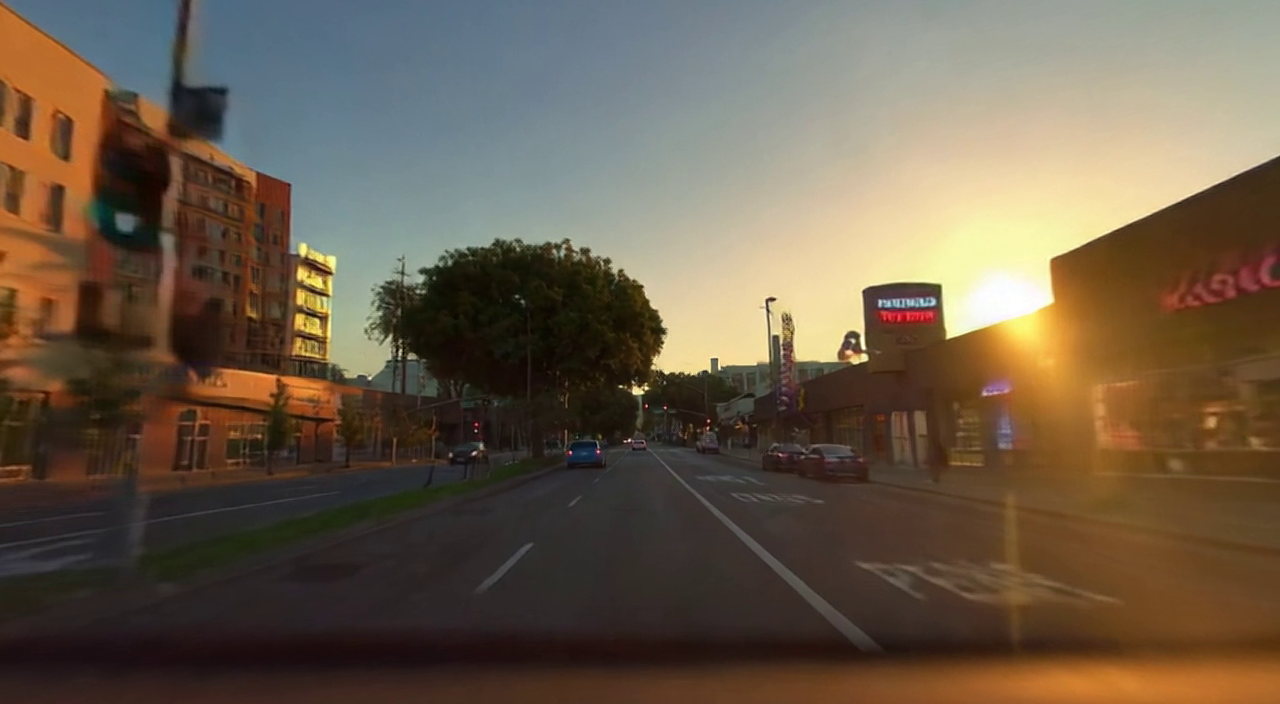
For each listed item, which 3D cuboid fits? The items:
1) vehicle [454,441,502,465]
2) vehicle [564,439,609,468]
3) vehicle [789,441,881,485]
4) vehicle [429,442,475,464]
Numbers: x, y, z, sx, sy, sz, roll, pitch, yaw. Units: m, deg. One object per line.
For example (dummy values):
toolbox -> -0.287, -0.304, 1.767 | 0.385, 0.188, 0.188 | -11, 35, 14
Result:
vehicle -> -10.581, 6.650, 41.458 | 2.051, 1.492, 4.132 | 0, -9, 0
vehicle -> -2.909, 5.613, 34.922 | 2.078, 1.471, 4.217 | 0, -9, 0
vehicle -> 7.325, 4.199, 24.223 | 1.968, 1.493, 4.878 | 0, -9, 0
vehicle -> -13.528, 7.283, 45.484 | 1.839, 1.465, 4.523 | 0, -9, 1
